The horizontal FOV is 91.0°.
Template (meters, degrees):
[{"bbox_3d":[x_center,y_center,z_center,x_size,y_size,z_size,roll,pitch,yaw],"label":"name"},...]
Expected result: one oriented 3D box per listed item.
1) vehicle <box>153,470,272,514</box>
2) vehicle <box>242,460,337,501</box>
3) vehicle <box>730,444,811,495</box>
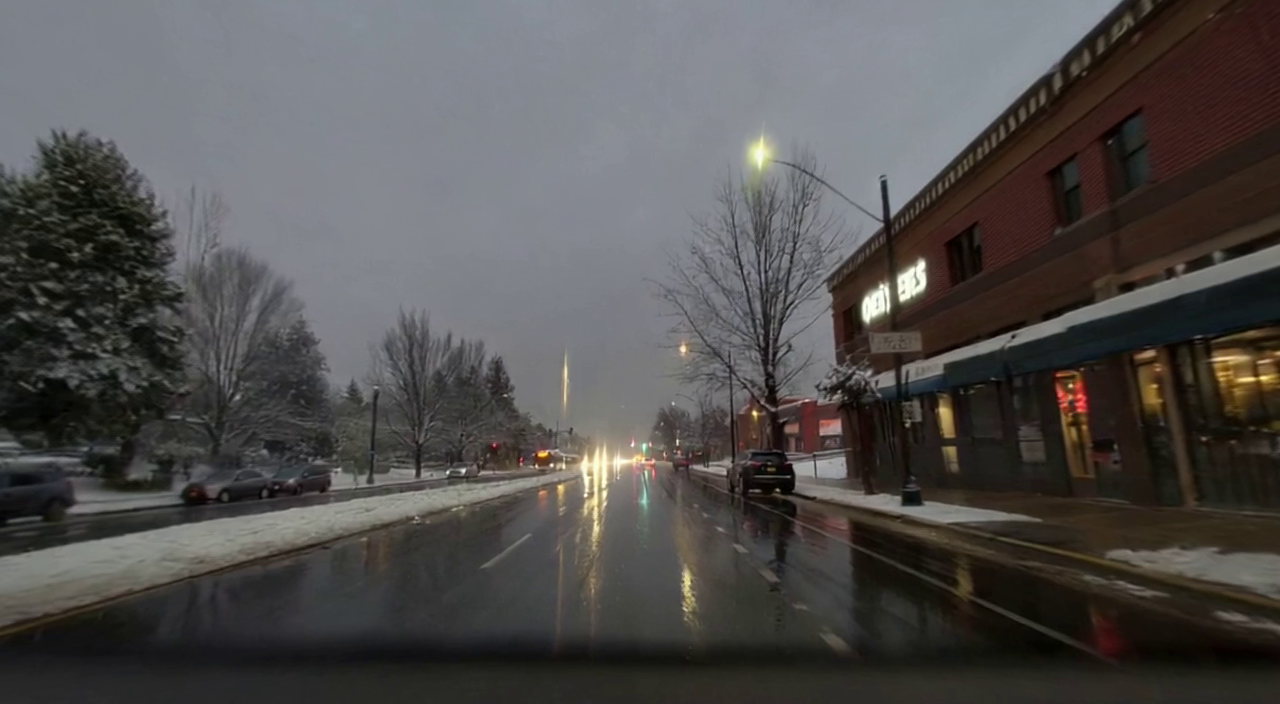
[{"bbox_3d":[-17.380,5.669,25.917,1.767,1.487,4.265,0,-9,2],"label":"vehicle"},{"bbox_3d":[-17.549,6.420,31.811,1.920,1.796,4.710,0,-9,2],"label":"vehicle"},{"bbox_3d":[5.115,4.682,25.527,2.241,1.832,5.234,0,-9,1],"label":"vehicle"}]
